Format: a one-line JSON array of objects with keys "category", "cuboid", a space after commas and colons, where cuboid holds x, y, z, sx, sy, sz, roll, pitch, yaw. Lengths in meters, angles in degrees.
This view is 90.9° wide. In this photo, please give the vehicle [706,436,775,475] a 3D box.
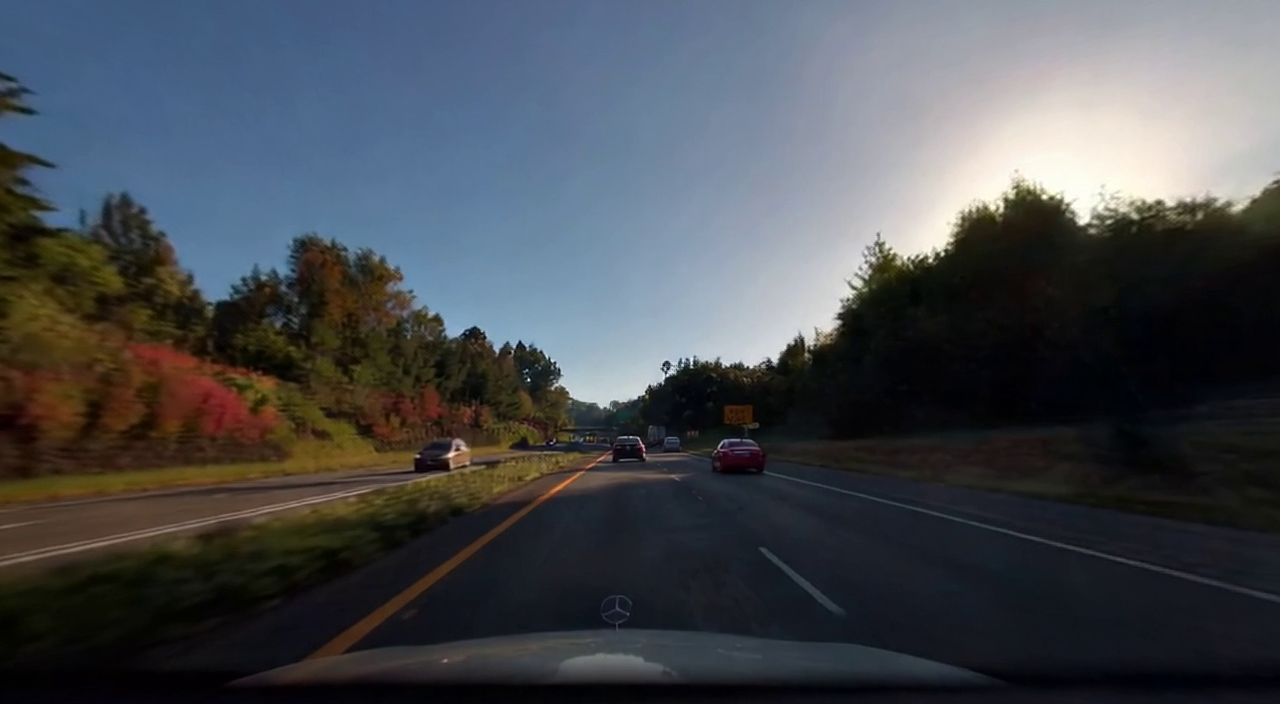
[{"category": "vehicle", "cuboid": [4.163, 4.330, 26.830, 2.066, 1.526, 4.216, 0, -8, -3]}]

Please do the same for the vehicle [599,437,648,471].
[{"category": "vehicle", "cuboid": [-0.766, 4.732, 29.604, 2.143, 1.466, 3.693, 0, -7, -1]}]

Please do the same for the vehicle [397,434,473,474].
[{"category": "vehicle", "cuboid": [-9.882, 4.923, 30.810, 2.178, 1.789, 4.689, 0, -8, -1]}]
